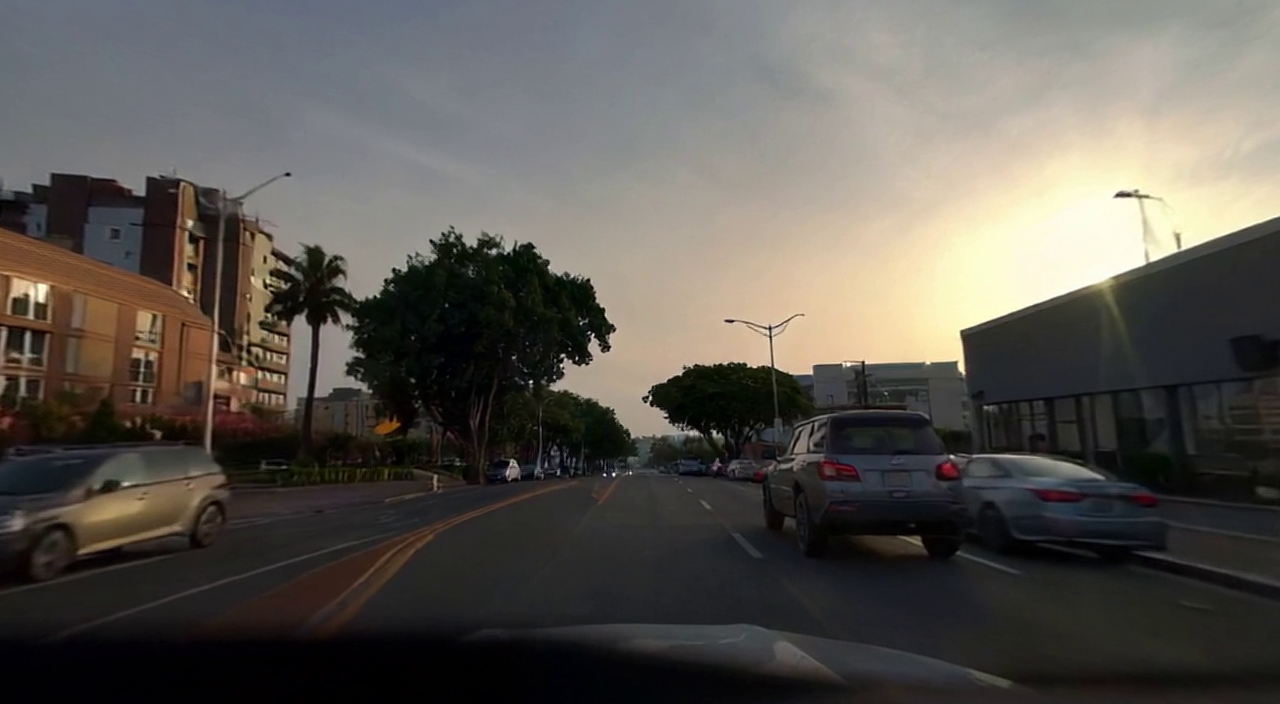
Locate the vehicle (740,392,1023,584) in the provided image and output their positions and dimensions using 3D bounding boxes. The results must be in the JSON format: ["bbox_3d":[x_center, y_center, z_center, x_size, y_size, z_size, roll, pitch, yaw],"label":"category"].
[{"bbox_3d":[2.708,1.642,8.401,1.995,1.858,4.333,0,-8,0],"label":"vehicle"}]

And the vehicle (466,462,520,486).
[{"bbox_3d":[-9.198,7.678,39.927,2.118,1.305,4.687,-2,-9,2],"label":"vehicle"}]

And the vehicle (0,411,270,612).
[{"bbox_3d":[-8.103,2.096,9.180,2.100,2.227,5.094,-1,-8,3],"label":"vehicle"}]

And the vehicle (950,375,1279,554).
[{"bbox_3d":[5.789,1.566,7.421,1.815,1.220,5.003,-6,-20,0],"label":"vehicle"}]

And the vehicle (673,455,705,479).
[{"bbox_3d":[3.719,8.773,48.365,2.196,1.655,3.939,0,-8,2],"label":"vehicle"}]
